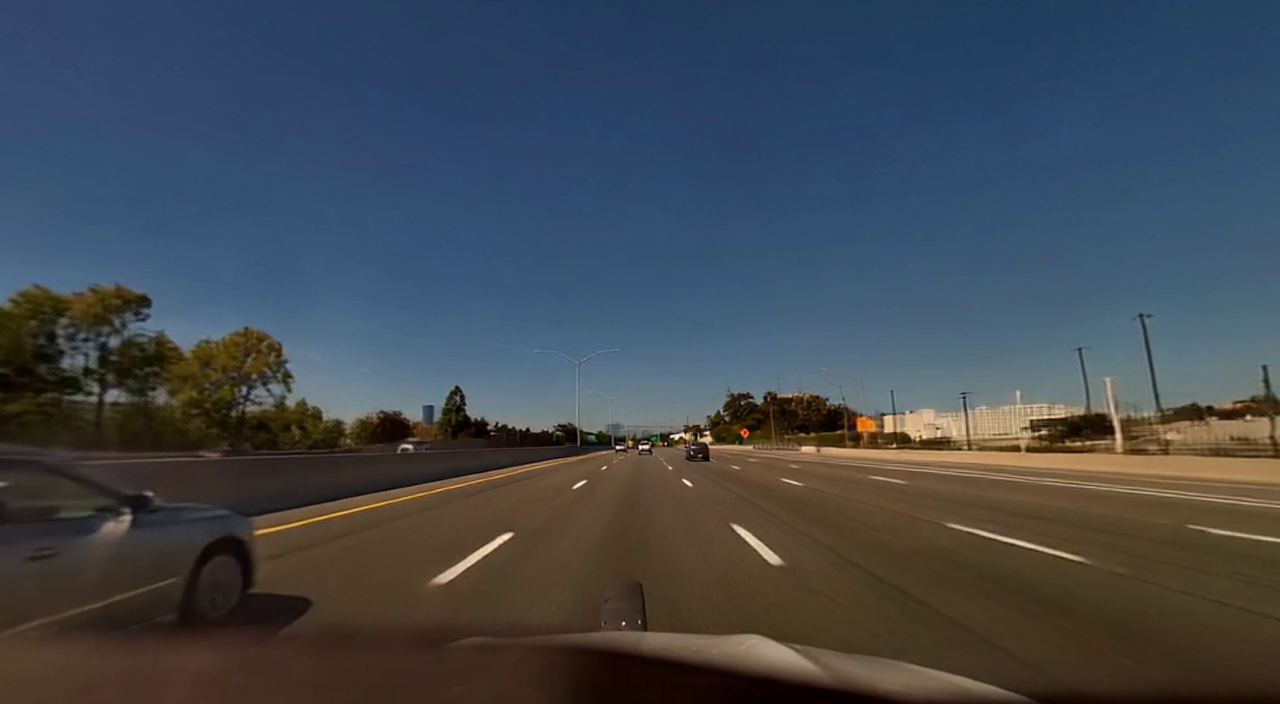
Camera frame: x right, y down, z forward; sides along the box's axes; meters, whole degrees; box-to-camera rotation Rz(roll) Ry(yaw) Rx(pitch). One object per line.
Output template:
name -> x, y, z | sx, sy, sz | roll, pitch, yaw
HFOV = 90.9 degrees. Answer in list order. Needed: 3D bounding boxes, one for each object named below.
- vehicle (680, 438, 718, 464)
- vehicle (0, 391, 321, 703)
vehicle -> 3.657, 6.238, 39.824 | 1.949, 1.515, 4.374 | 0, -8, -1
vehicle -> -3.464, 0.900, 2.380 | 1.979, 1.505, 4.705 | 0, -8, 1
